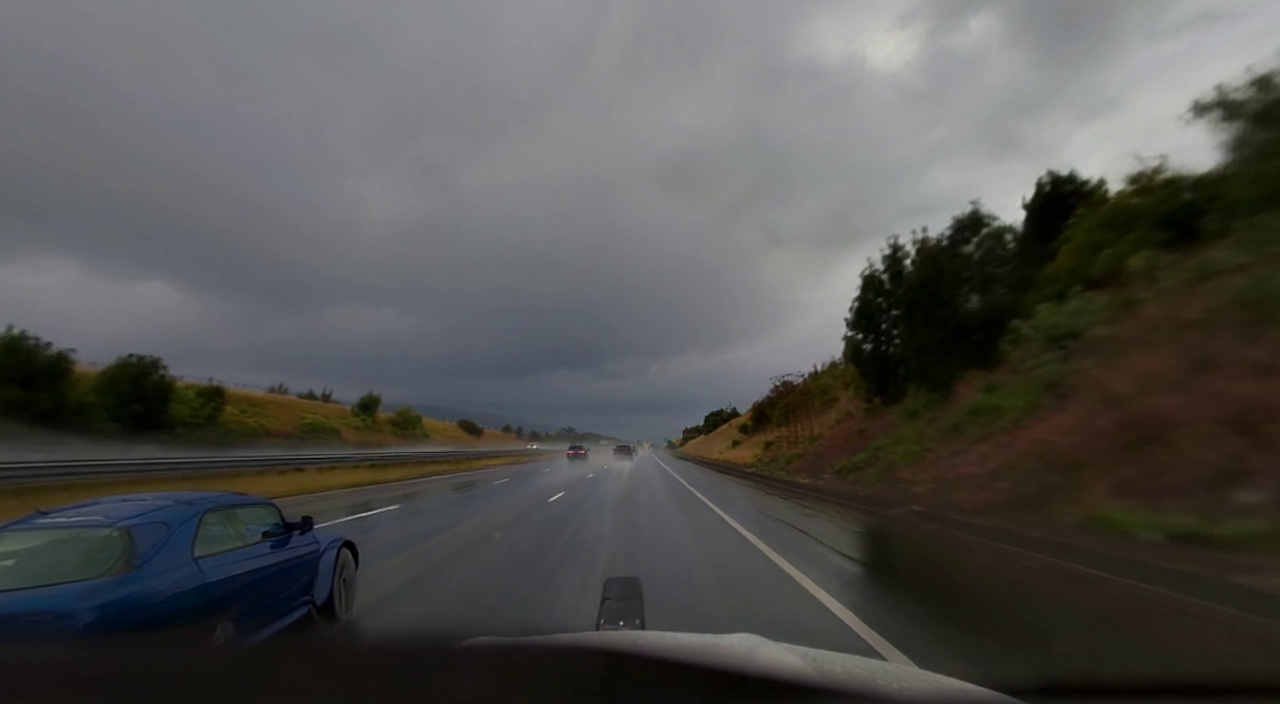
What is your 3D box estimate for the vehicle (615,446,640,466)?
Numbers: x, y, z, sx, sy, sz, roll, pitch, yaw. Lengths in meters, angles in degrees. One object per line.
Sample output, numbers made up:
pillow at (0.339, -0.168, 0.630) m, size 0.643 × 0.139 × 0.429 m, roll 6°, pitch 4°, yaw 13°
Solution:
vehicle at (-0.947, 8.090, 49.206) m, size 1.891 × 1.456 × 3.806 m, roll 0°, pitch -9°, yaw 0°
